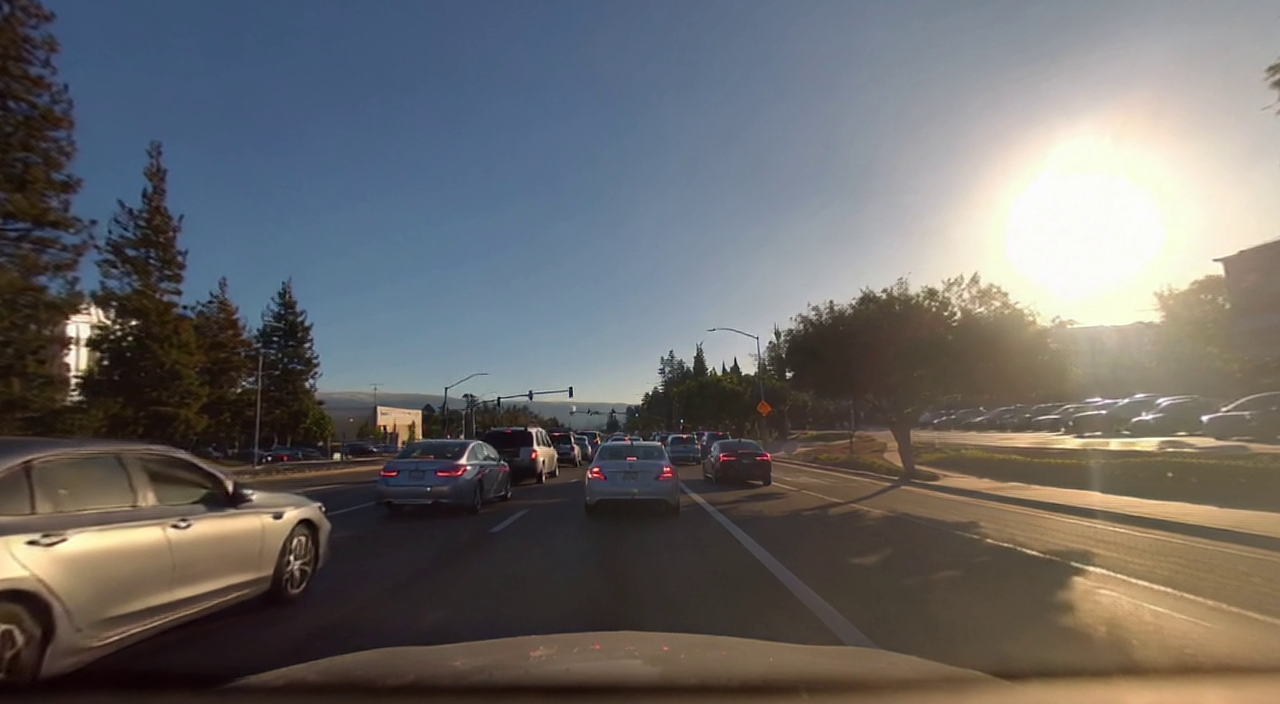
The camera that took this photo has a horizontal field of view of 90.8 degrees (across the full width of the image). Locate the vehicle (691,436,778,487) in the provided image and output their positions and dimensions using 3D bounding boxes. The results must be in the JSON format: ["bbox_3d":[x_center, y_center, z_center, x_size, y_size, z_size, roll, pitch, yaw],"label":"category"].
[{"bbox_3d":[2.909,3.499,20.512,1.978,1.452,4.381,1,-8,-3],"label":"vehicle"}]

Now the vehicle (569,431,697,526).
[{"bbox_3d":[-0.158,2.290,12.027,2.007,1.467,4.059,0,-8,-1],"label":"vehicle"}]

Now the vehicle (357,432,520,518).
[{"bbox_3d":[-3.865,2.429,13.005,1.985,1.467,4.224,0,-8,0],"label":"vehicle"}]

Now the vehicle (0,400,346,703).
[{"bbox_3d":[-3.714,1.075,3.541,2.052,1.475,4.341,0,-8,0],"label":"vehicle"}]

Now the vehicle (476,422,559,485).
[{"bbox_3d":[-3.997,3.401,21.451,2.054,1.881,4.469,0,-8,-2],"label":"vehicle"}]
